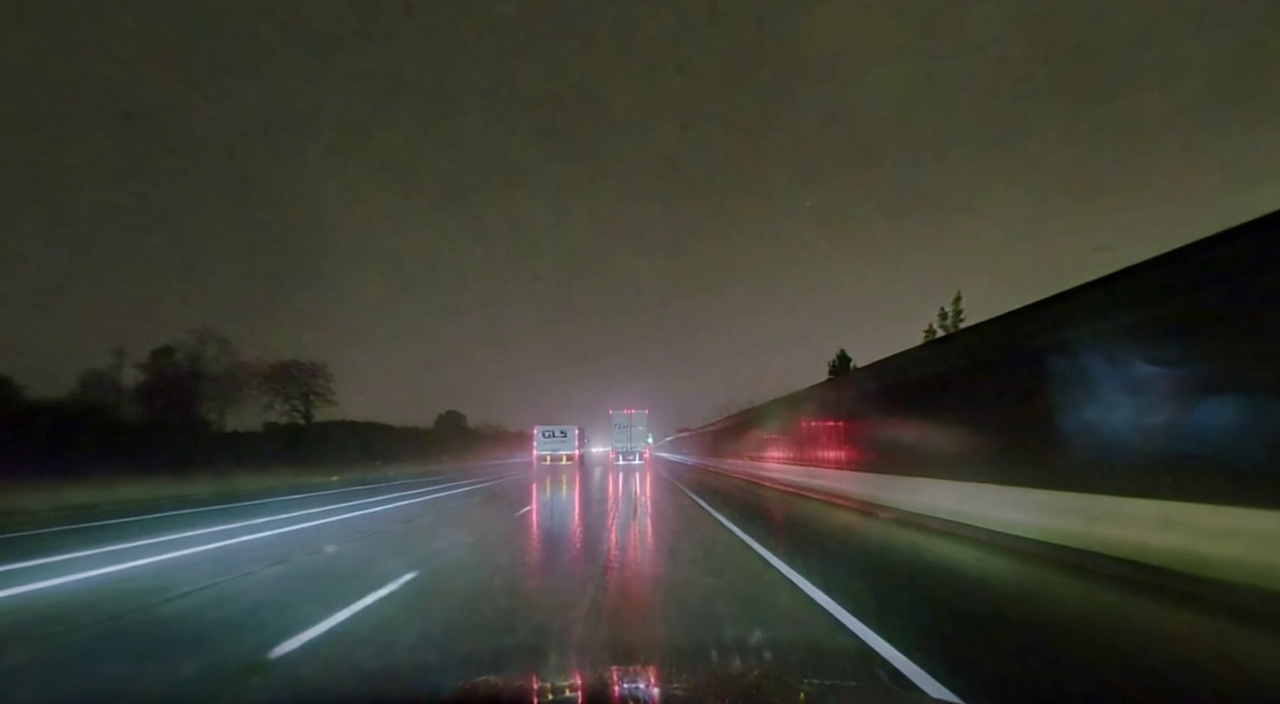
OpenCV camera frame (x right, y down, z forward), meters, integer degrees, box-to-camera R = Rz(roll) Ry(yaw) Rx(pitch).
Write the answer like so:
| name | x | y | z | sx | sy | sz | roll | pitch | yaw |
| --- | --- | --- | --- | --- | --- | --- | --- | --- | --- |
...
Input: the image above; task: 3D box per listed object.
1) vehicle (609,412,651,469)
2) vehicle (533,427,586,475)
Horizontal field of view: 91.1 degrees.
| name | x | y | z | sx | sy | sz | roll | pitch | yaw |
| --- | --- | --- | --- | --- | --- | --- | --- | --- | --- |
| vehicle | -0.803 | 7.011 | 49.200 | 2.923 | 4.007 | 9.760 | 0 | -9 | -1 |
| vehicle | -4.793 | 6.028 | 38.344 | 2.529 | 2.697 | 5.935 | 0 | -9 | -1 |
